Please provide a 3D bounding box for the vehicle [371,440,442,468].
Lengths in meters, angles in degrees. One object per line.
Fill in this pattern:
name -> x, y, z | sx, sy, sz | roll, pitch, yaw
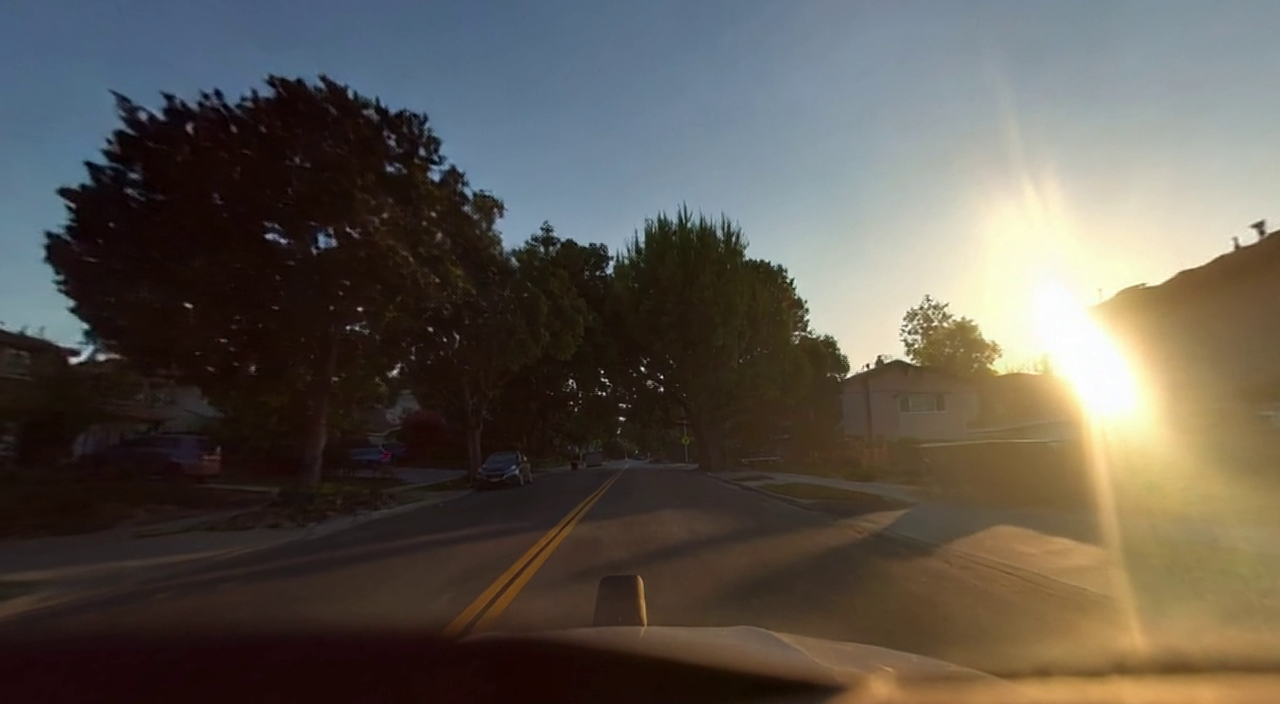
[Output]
vehicle -> -17.366, 7.577, 46.870 | 4.918, 1.918, 2.002 | -6, -10, 25

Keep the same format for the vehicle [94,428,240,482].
vehicle -> -14.744, 3.177, 19.618 | 4.668, 1.491, 1.941 | -6, -10, 31

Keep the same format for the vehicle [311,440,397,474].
vehicle -> -16.977, 6.224, 37.371 | 4.742, 1.495, 1.963 | -10, -11, 23

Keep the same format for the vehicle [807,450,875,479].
vehicle -> 14.681, 8.168, 46.136 | 4.231, 1.493, 1.941 | 3, -6, 33

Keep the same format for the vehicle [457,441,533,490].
vehicle -> -5.786, 4.734, 25.828 | 1.924, 1.765, 4.542 | -2, -12, 1
